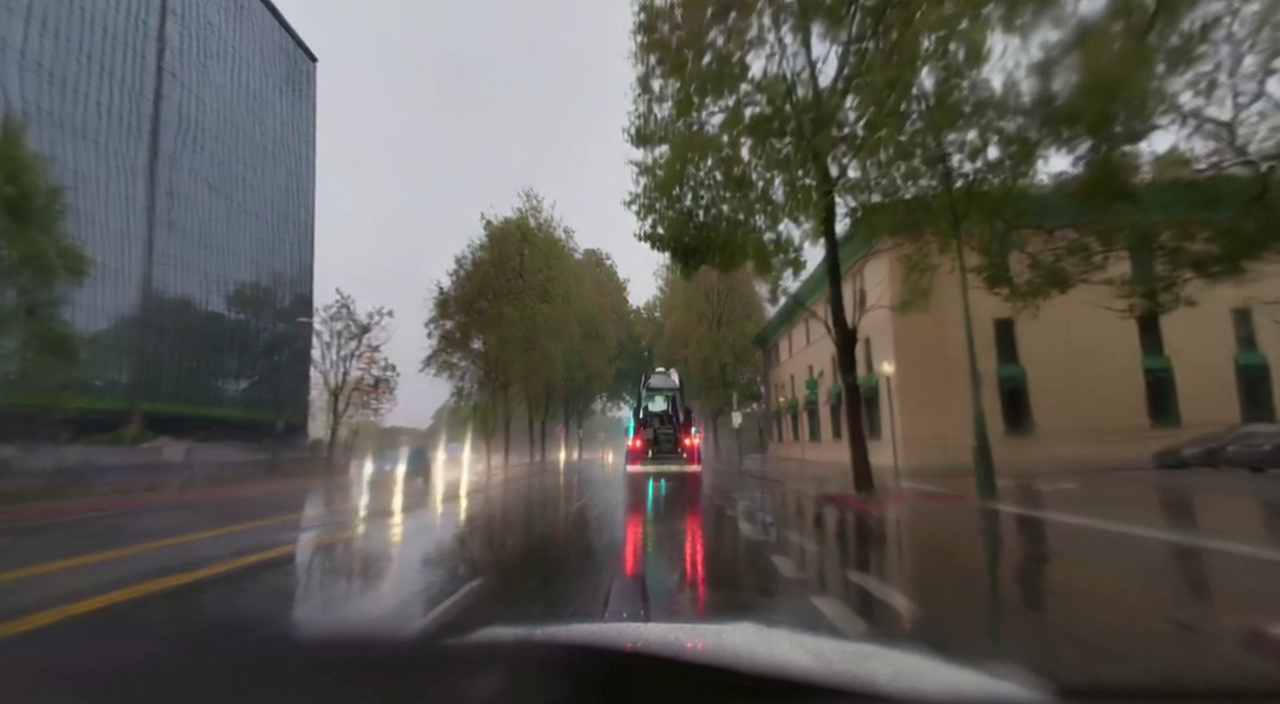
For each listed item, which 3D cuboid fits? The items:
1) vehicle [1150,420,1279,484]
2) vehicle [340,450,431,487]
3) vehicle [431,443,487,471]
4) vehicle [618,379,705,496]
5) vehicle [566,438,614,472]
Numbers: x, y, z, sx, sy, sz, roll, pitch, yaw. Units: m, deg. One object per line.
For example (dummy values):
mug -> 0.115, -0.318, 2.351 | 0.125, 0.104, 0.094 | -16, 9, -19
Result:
vehicle -> 17.030, 2.761, 17.661 | 1.845, 1.593, 3.941 | 0, -8, -8
vehicle -> -11.331, 5.187, 28.467 | 1.939, 1.496, 4.678 | -1, -9, 3
vehicle -> -13.786, 8.029, 48.395 | 2.225, 1.946, 6.187 | 0, -9, 2
vehicle -> 0.598, 3.375, 24.570 | 2.552, 3.461, 11.044 | -1, -8, -1
vehicle -> -2.634, 5.573, 34.231 | 2.081, 1.688, 4.235 | 0, -9, 2
